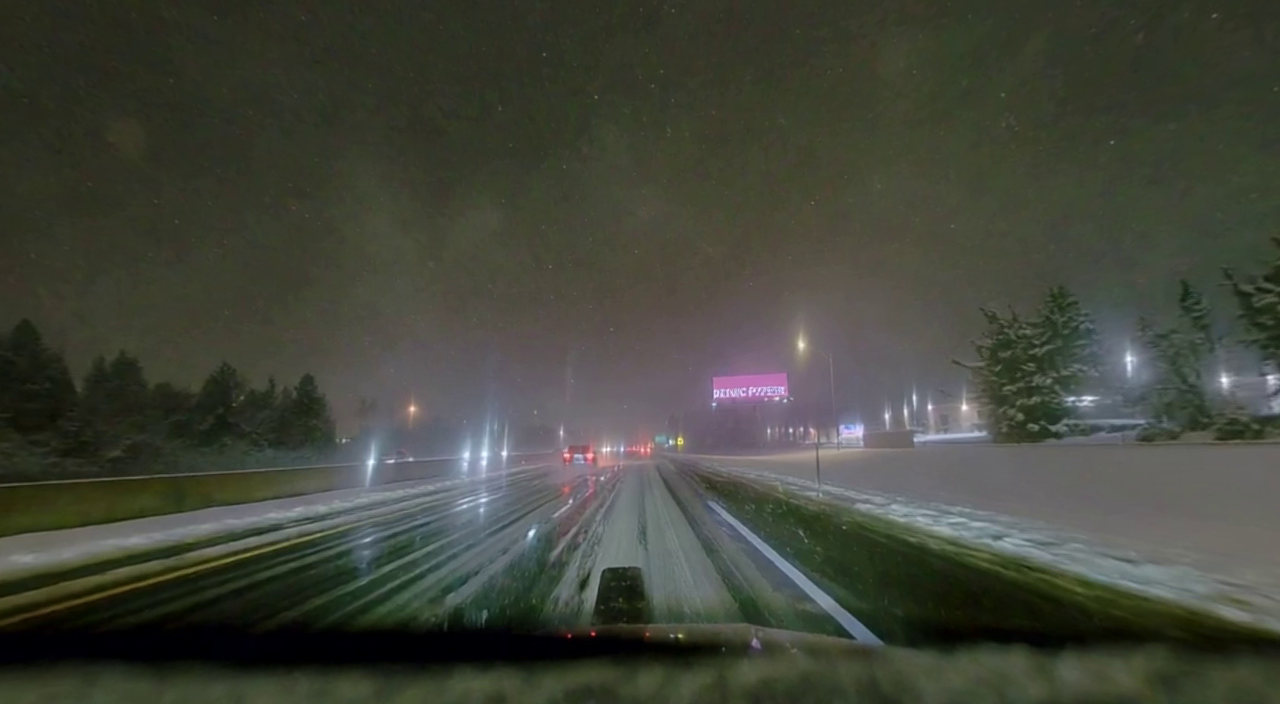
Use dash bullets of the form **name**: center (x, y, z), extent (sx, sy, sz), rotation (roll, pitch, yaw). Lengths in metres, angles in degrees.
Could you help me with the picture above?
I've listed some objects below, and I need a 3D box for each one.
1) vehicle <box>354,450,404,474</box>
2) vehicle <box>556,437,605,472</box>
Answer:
- **vehicle**: center (-17.158, 7.205, 41.665), extent (1.722, 1.461, 3.636), rotation (-1, -8, 1)
- **vehicle**: center (-3.272, 5.771, 35.688), extent (2.159, 1.793, 5.027), rotation (-1, -8, 1)
